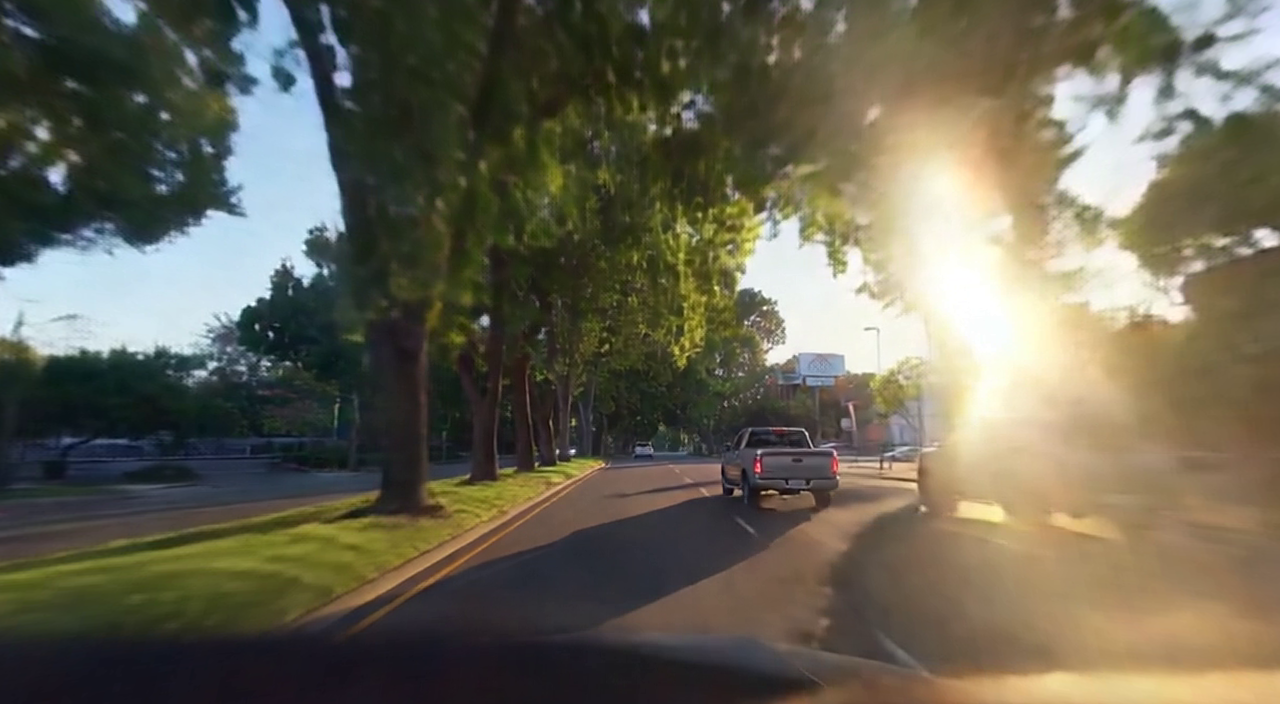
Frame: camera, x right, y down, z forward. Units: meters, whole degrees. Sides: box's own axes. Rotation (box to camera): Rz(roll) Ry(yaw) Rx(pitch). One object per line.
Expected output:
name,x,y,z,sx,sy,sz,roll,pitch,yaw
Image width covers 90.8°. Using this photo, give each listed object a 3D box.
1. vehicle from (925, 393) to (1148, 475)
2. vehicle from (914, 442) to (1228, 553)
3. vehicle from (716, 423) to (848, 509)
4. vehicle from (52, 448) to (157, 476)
vehicle,18.903,3.991,30.650,8.393,3.716,3.472,0,-8,-2
vehicle,6.847,2.313,10.927,2.012,1.460,4.812,0,-8,0
vehicle,3.373,2.840,16.254,2.138,1.836,5.245,0,-8,0
vehicle,-28.838,5.900,34.084,4.189,1.429,1.668,-1,-8,4
